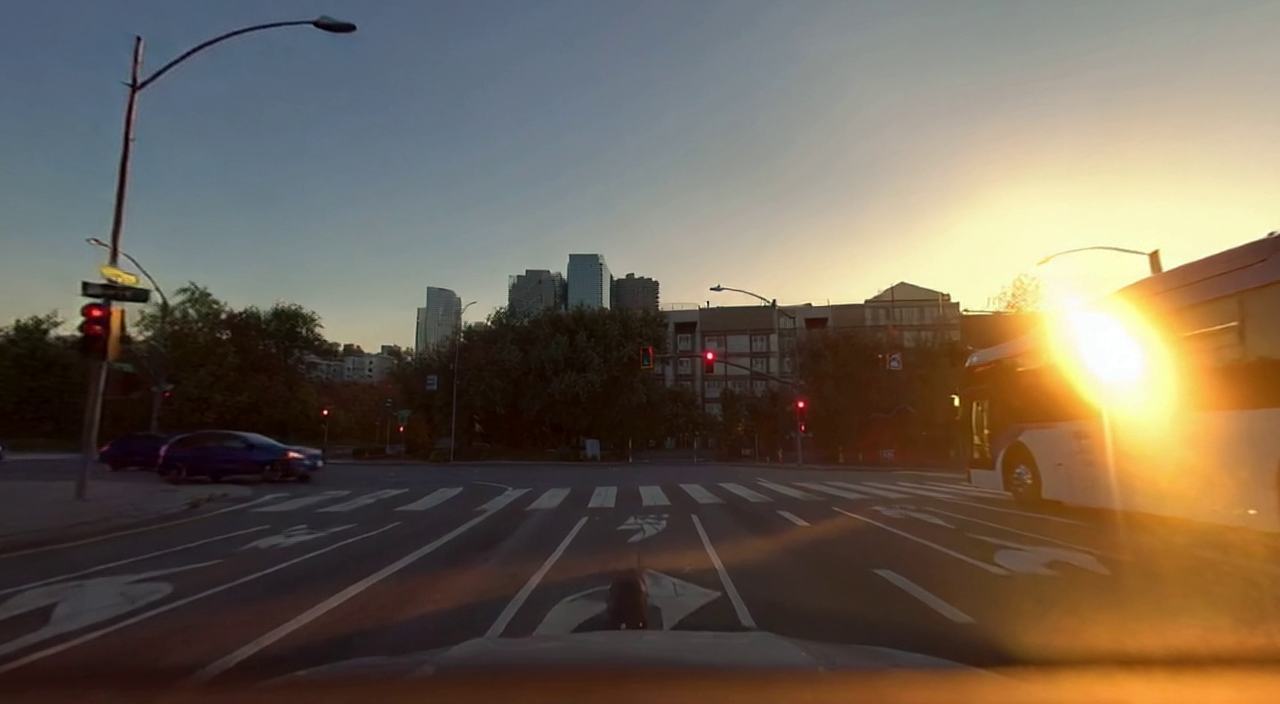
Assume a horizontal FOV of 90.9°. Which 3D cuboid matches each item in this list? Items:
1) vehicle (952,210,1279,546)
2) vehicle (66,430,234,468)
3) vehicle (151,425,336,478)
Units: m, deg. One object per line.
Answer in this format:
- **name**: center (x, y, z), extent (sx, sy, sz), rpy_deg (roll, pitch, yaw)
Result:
- **vehicle**: center (9.404, 0.707, 10.170), extent (2.916, 4.009, 13.397), rpy_deg (0, -9, 5)
- **vehicle**: center (-20.684, 4.143, 26.920), extent (5.203, 1.488, 1.907), rpy_deg (3, -9, -19)
- **vehicle**: center (-13.511, 3.462, 21.910), extent (5.014, 1.675, 1.906), rpy_deg (3, -9, -18)
